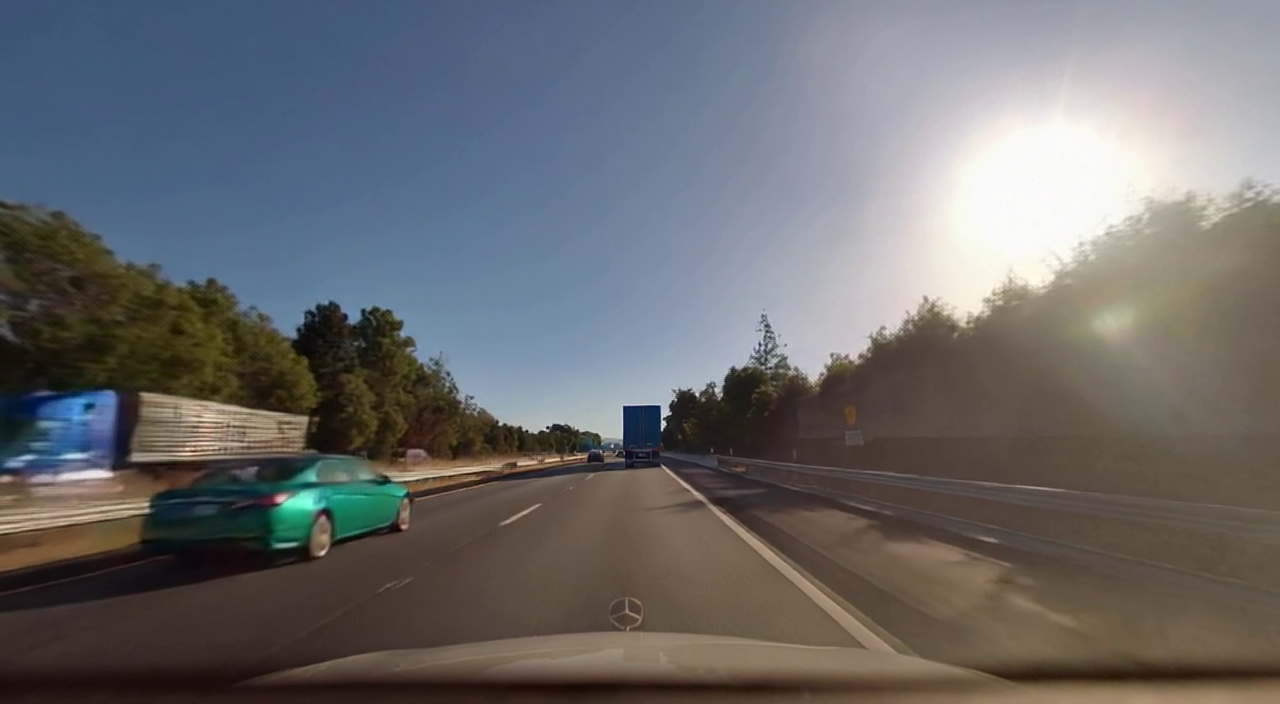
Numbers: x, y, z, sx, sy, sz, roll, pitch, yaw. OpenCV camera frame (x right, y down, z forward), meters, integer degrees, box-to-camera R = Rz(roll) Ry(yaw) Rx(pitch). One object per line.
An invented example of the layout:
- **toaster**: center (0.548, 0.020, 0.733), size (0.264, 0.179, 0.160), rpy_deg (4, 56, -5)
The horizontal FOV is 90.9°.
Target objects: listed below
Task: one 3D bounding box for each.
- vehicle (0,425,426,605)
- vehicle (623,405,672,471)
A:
- **vehicle**: center (-4.490, 1.760, 7.811), size (2.051, 1.538, 4.569), rpy_deg (0, -9, 0)
- **vehicle**: center (0.504, 5.919, 42.882), size (2.899, 3.966, 10.053), rpy_deg (0, -9, 1)
